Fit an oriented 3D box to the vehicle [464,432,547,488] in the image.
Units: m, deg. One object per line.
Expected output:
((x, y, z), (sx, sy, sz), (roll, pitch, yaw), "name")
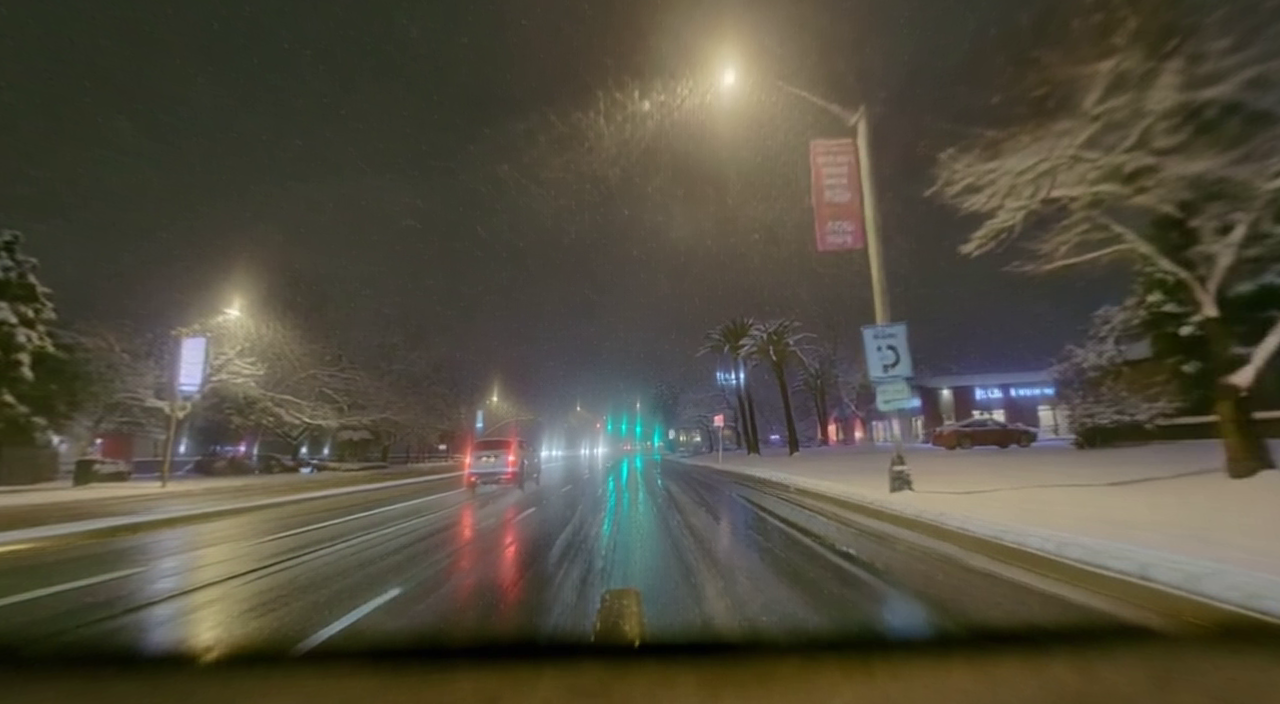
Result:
((-4.806, 3.916, 23.234), (2.136, 1.844, 4.363), (0, -8, -1), "vehicle")

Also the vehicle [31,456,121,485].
((-34.825, 7.307, 39.014), (1.867, 1.568, 4.132), (1, -8, -4), "vehicle")
